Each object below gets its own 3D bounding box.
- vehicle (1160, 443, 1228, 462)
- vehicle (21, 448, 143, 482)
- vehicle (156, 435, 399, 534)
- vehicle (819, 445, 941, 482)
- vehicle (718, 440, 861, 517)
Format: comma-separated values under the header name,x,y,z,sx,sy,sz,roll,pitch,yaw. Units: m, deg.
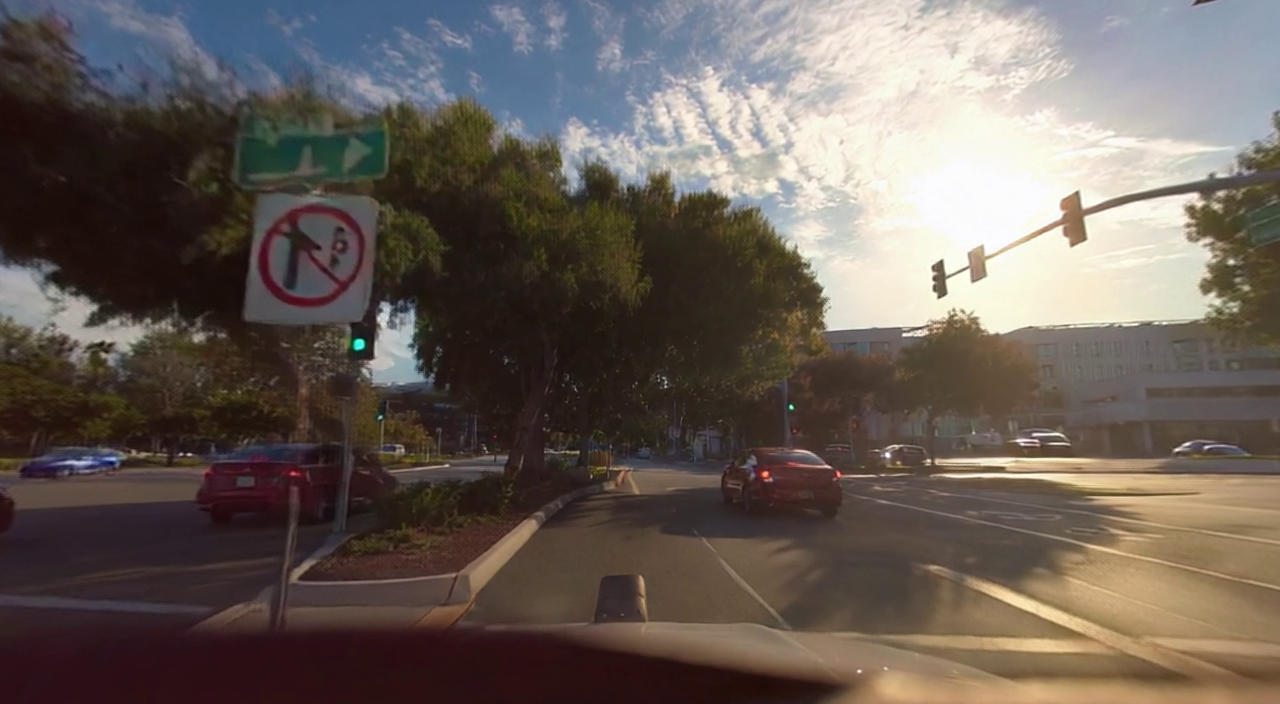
name,x,y,z,sx,sy,sz,roll,pitch,yaw
vehicle,43.696,7.916,49.783,1.723,1.431,3.880,0,-8,-1
vehicle,-26.176,5.283,29.796,1.800,1.449,4.379,0,-8,-1
vehicle,-6.396,2.359,11.919,1.995,1.470,4.556,0,-8,-2
vehicle,10.569,4.894,27.862,4.703,1.492,1.930,2,-9,-14
vehicle,3.234,2.828,14.754,1.940,1.487,4.562,0,-8,-4
